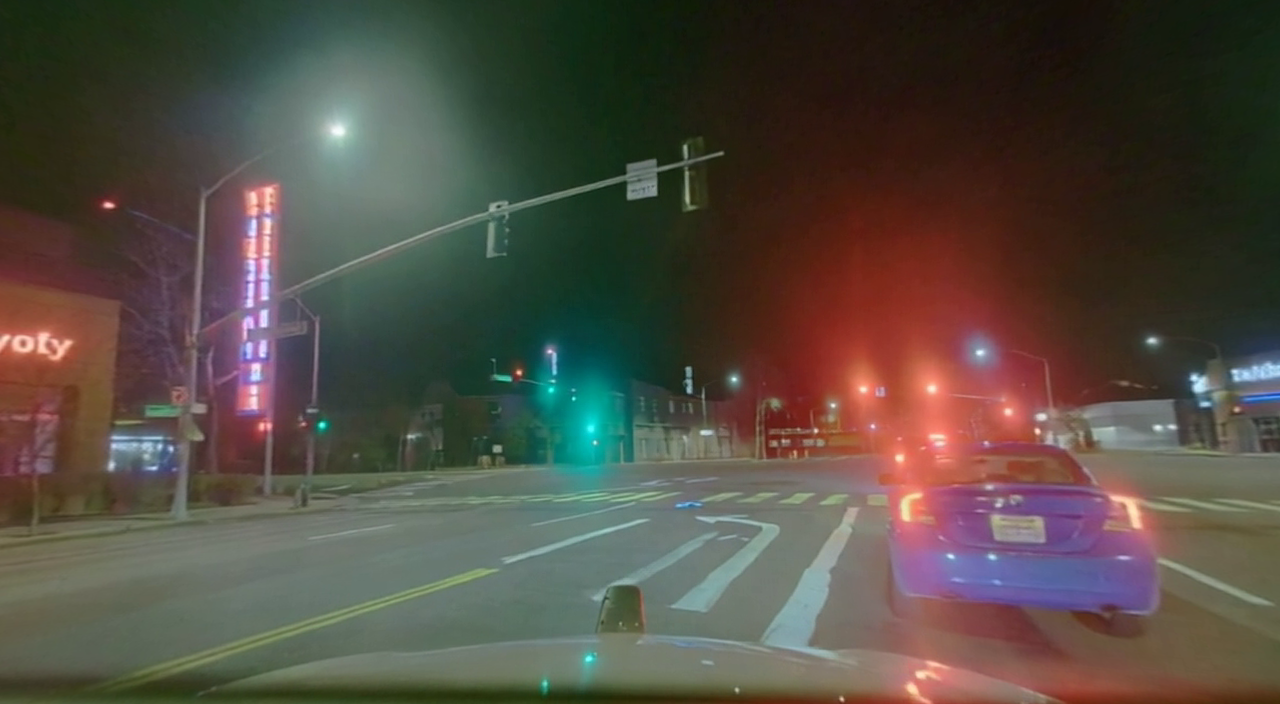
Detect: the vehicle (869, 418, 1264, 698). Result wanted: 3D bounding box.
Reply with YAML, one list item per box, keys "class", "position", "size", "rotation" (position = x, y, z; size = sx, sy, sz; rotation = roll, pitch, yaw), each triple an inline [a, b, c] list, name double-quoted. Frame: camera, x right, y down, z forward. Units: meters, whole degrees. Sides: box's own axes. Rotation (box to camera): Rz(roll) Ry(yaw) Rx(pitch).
- class: "vehicle"
  position: [3.183, 1.445, 5.801]
  size: [1.872, 1.459, 4.483]
  rotation: [-3, -9, 20]
